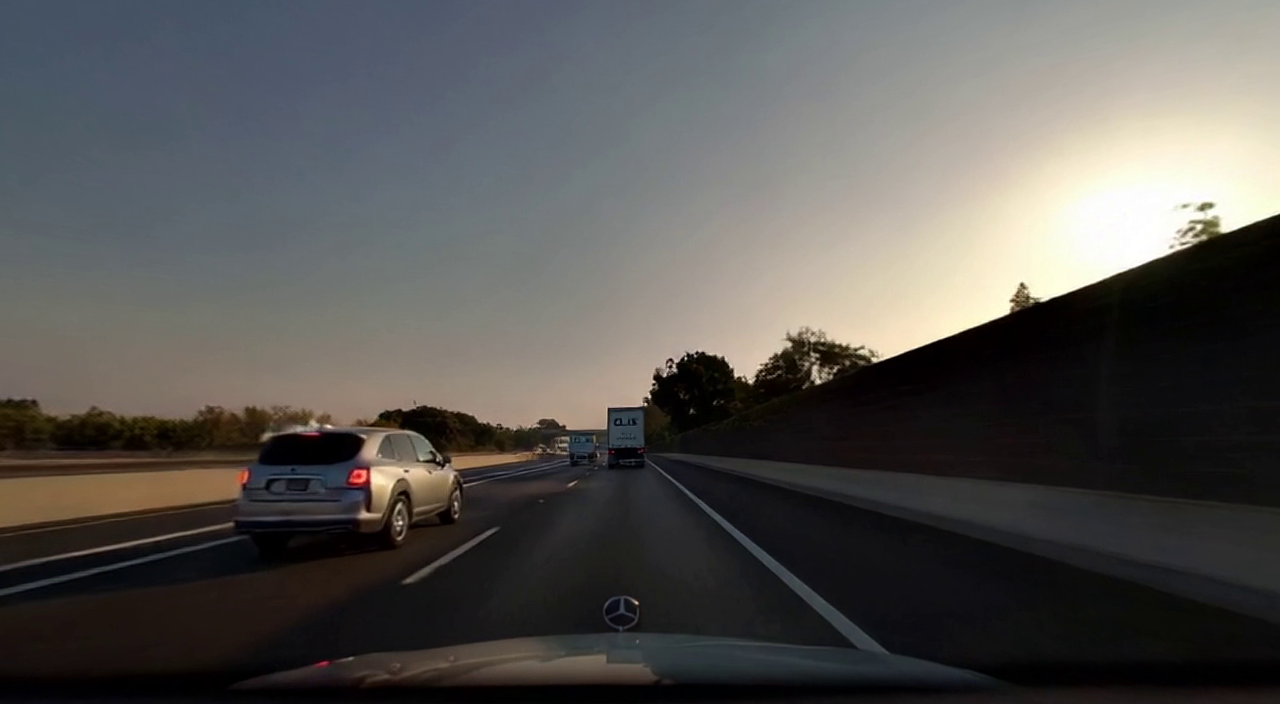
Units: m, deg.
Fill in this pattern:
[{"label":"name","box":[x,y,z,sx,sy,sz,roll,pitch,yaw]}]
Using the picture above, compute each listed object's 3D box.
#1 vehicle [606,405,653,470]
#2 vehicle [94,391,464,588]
[{"label":"vehicle","box":[-0.726,6.088,44.125,2.923,4.007,9.760,0,-9,-1]},{"label":"vehicle","box":[-4.305,1.760,8.883,2.226,1.935,5.130,0,-9,-1]}]
